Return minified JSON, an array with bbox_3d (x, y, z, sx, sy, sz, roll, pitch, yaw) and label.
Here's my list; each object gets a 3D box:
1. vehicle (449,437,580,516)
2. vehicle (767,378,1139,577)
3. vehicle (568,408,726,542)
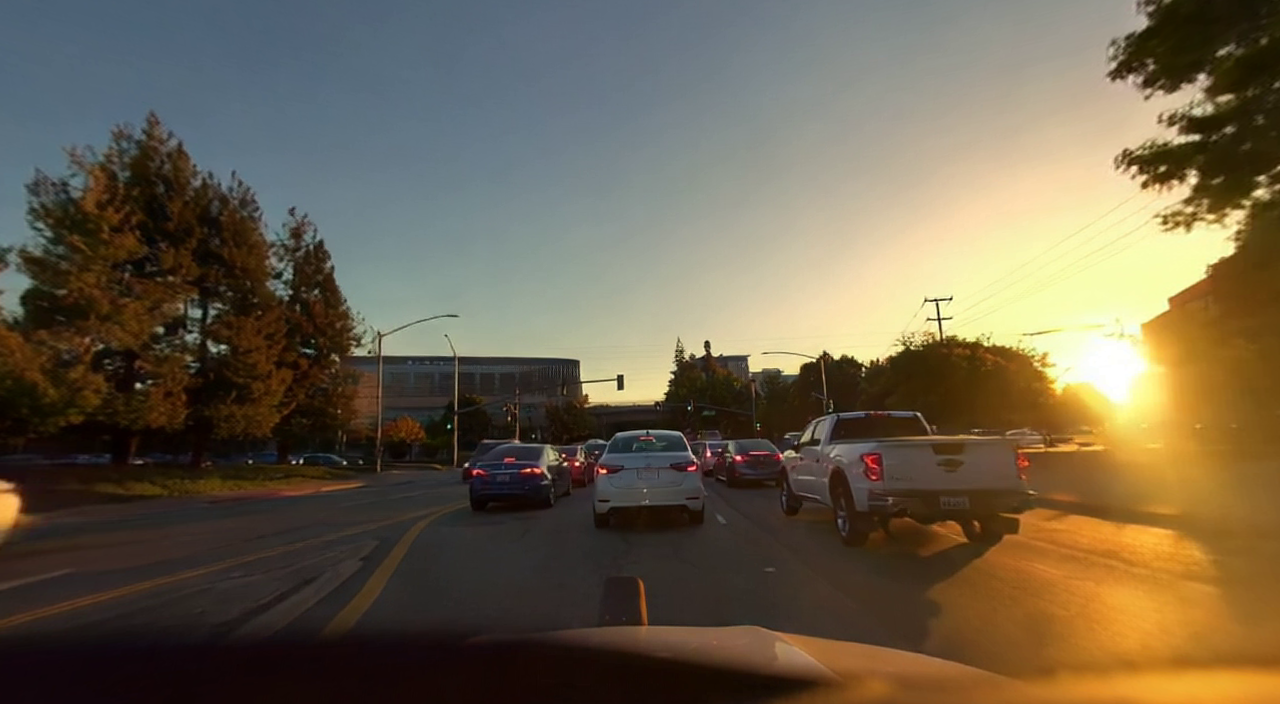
[{"bbox_3d":[-2.642,2.761,14.439,2.023,1.494,4.259,-1,-9,2],"label":"vehicle"},{"bbox_3d":[3.563,1.660,9.012,2.317,1.857,5.940,-1,-9,1],"label":"vehicle"},{"bbox_3d":[0.156,1.973,10.490,2.113,1.768,3.901,-1,-9,2],"label":"vehicle"}]
